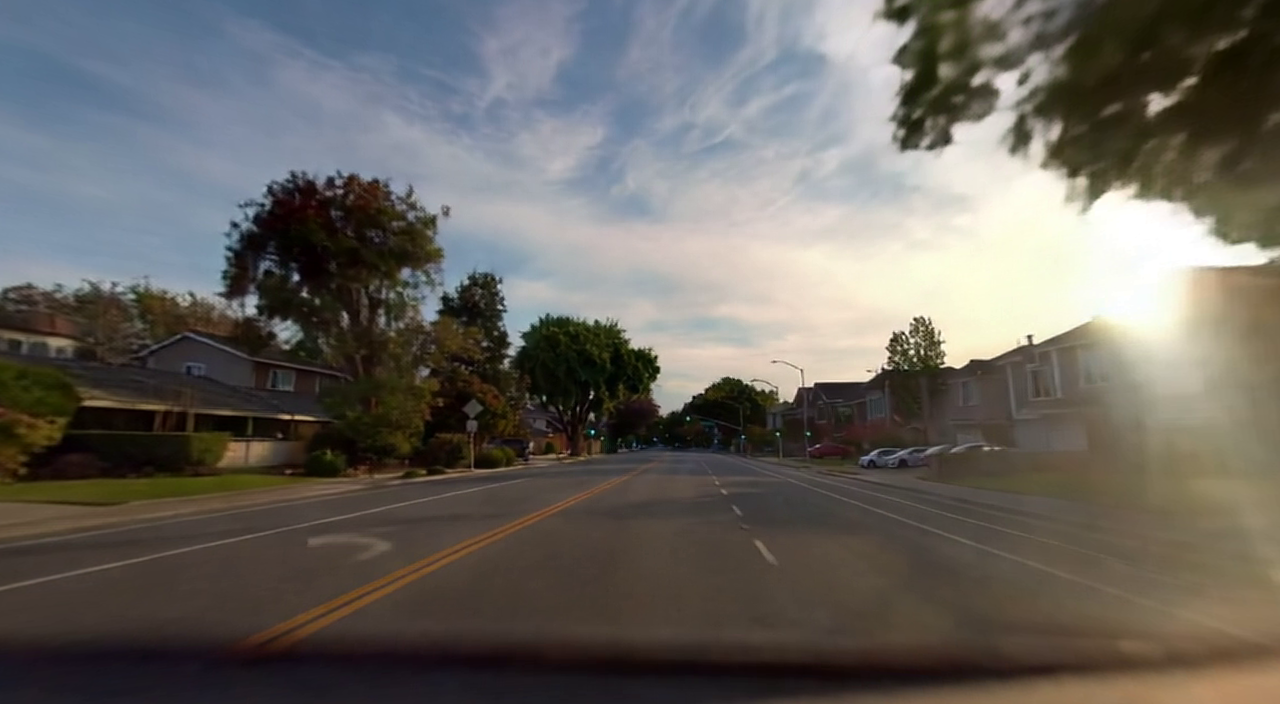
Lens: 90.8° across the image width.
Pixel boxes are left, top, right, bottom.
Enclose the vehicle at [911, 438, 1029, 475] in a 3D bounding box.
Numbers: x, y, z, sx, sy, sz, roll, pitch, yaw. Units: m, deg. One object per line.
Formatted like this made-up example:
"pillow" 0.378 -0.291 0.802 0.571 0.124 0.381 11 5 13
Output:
"vehicle" 17.037 5.390 32.806 4.854 1.803 2.179 0 -8 0
